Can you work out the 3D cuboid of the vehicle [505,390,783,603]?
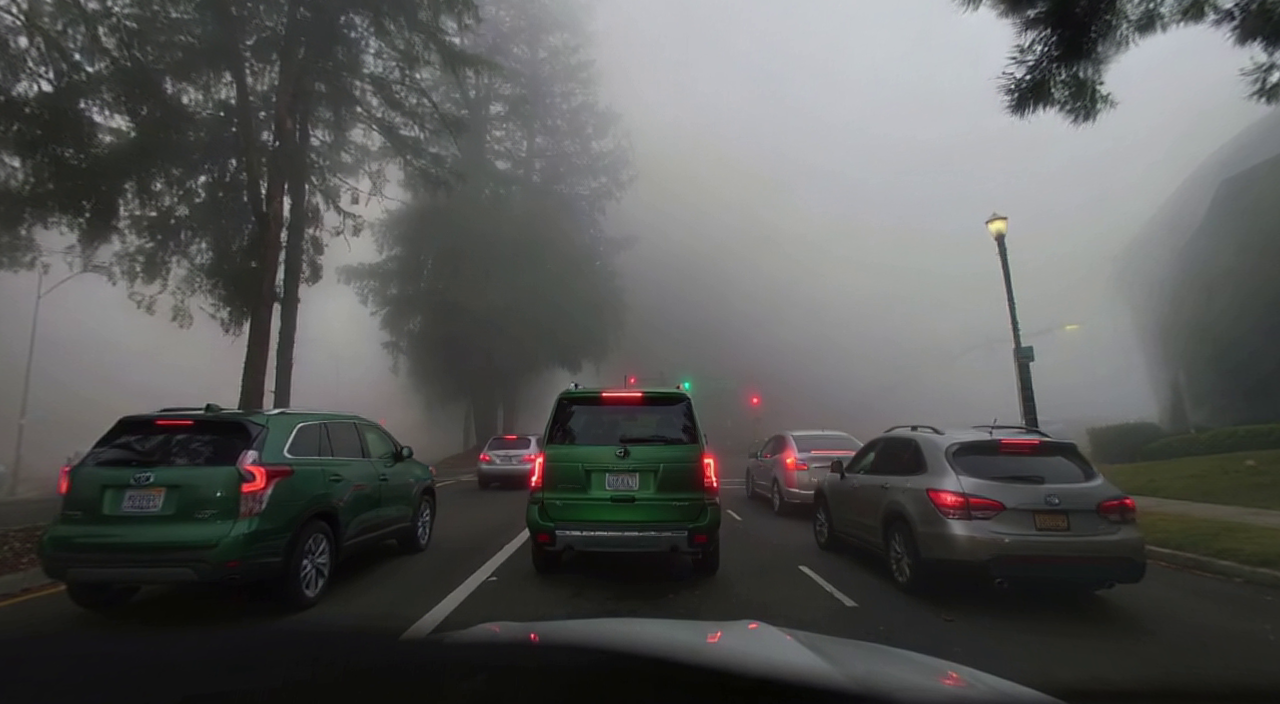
[{"bbox_3d":[0.016,1.484,7.247,2.294,1.761,3.857,0,-9,-1],"label":"vehicle"}]

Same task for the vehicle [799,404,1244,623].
[{"bbox_3d":[3.462,1.552,7.040,2.202,1.657,4.298,0,-9,-1],"label":"vehicle"}]

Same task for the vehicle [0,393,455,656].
[{"bbox_3d":[-3.374,1.382,6.057,1.961,1.639,4.064,0,-9,0],"label":"vehicle"}]
